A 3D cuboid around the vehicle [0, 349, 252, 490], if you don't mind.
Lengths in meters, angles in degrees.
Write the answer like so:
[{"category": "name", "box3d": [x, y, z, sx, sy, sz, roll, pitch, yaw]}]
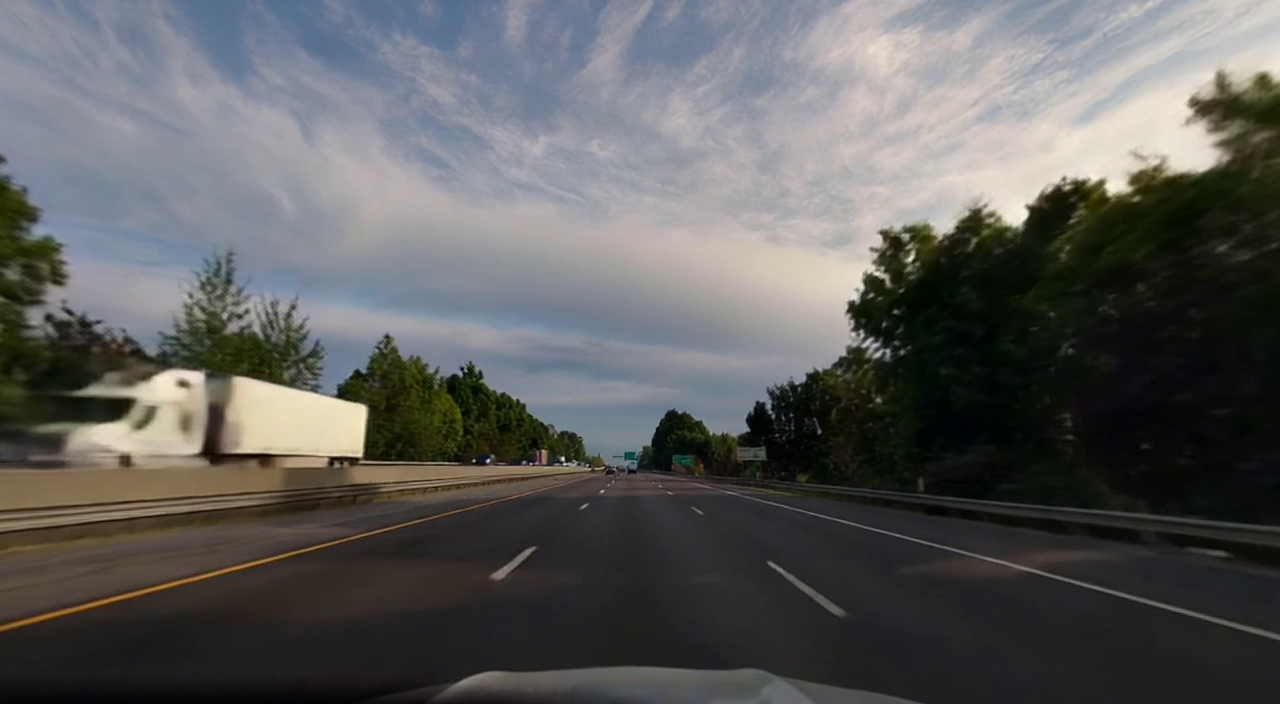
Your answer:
[{"category": "vehicle", "box3d": [-16.040, 2.360, 20.351, 2.975, 3.883, 5.859, 1, -10, 1]}]
